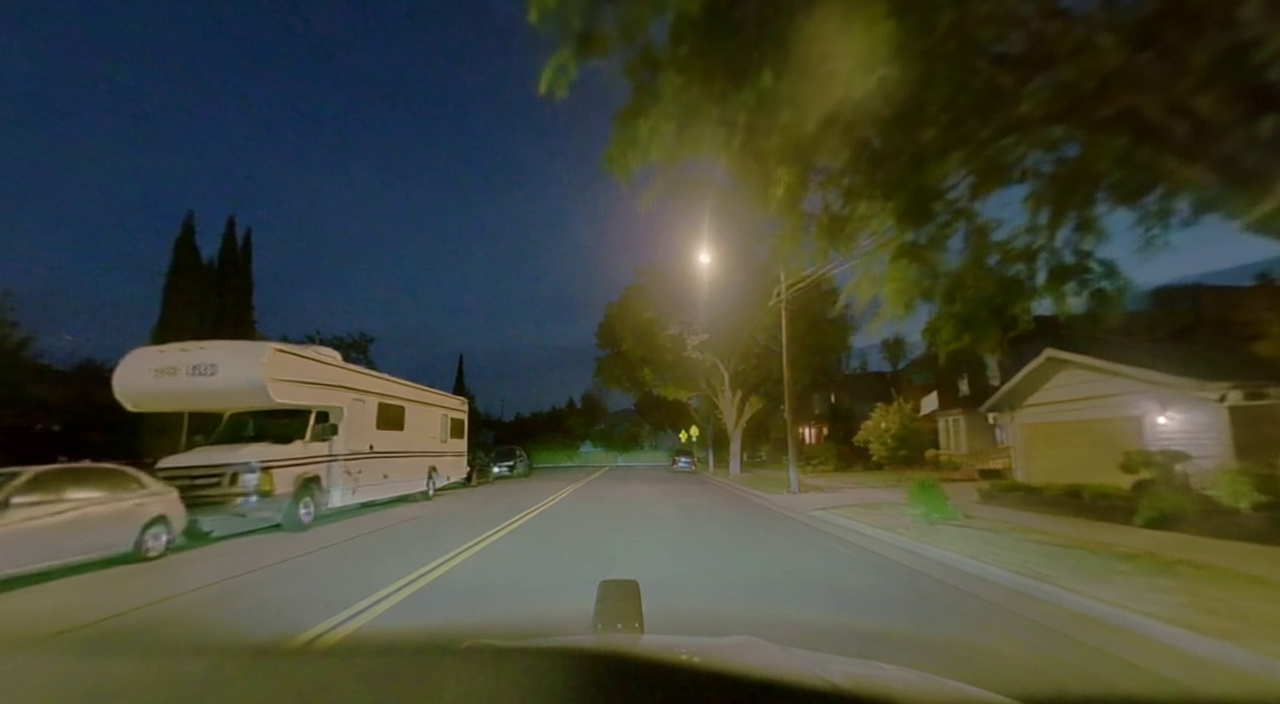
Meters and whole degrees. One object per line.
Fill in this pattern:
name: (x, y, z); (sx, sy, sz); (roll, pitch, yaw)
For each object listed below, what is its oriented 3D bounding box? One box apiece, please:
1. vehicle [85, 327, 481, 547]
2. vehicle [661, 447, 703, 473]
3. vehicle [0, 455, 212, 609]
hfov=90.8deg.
vehicle: (-7.114, 2.314, 15.963); (3.103, 3.479, 11.801); (0, -10, 0)
vehicle: (2.554, 6.713, 39.511); (2.167, 1.479, 4.597); (0, -8, -2)
vehicle: (-7.236, 1.892, 6.915); (1.932, 1.438, 4.552); (0, -8, 0)
